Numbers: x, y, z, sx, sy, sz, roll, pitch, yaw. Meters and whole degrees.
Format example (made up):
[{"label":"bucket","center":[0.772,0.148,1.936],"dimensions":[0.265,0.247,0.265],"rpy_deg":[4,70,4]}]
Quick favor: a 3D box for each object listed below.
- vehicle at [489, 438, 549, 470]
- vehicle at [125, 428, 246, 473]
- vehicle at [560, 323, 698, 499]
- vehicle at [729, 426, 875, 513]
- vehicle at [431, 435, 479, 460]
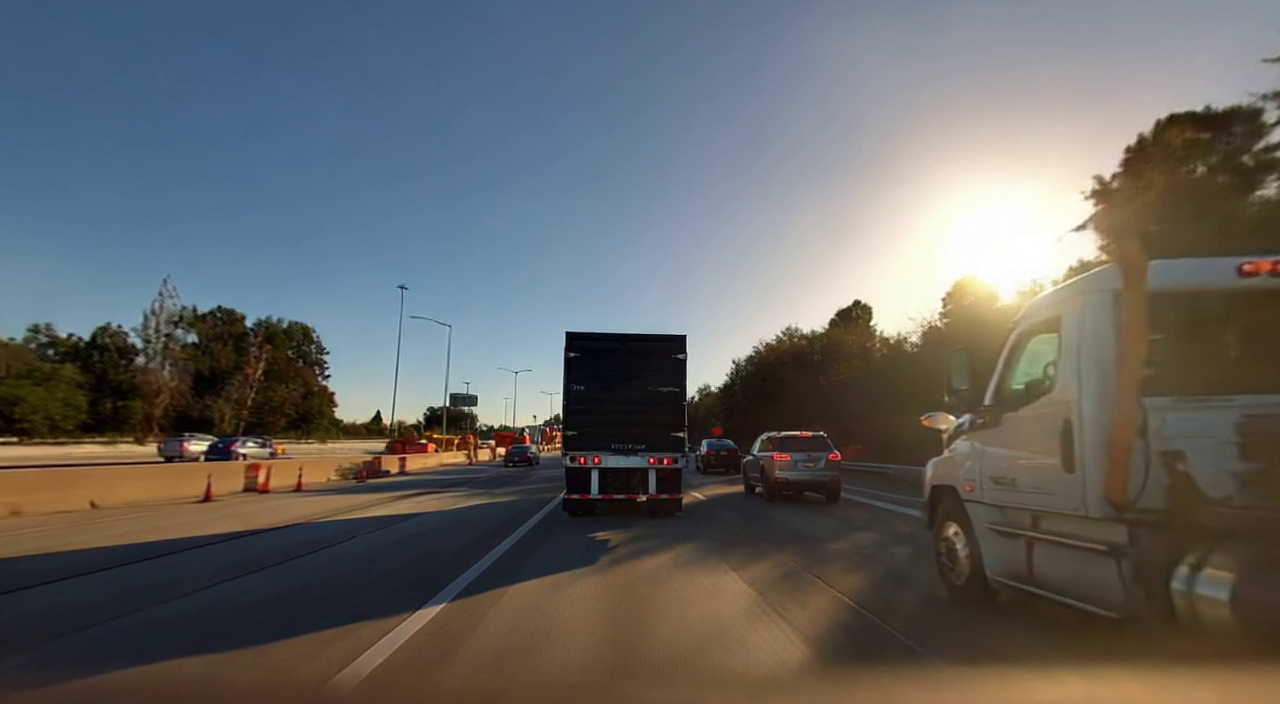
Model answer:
[{"label":"vehicle","center":[-5.954,5.078,31.546],"dimensions":[2.014,1.477,4.595],"rpy_deg":[0,-9,0]},{"label":"vehicle","center":[-21.677,4.667,30.067],"dimensions":[4.632,1.852,2.033],"rpy_deg":[0,-8,16]},{"label":"vehicle","center":[-0.429,2.054,19.241],"dimensions":[3.067,3.940,10.154],"rpy_deg":[1,-9,-2]},{"label":"vehicle","center":[3.528,2.651,14.635],"dimensions":[2.103,1.713,4.173],"rpy_deg":[1,-9,-3]},{"label":"vehicle","center":[-14.421,7.447,49.299],"dimensions":[2.054,1.708,4.663],"rpy_deg":[2,-8,4]}]
